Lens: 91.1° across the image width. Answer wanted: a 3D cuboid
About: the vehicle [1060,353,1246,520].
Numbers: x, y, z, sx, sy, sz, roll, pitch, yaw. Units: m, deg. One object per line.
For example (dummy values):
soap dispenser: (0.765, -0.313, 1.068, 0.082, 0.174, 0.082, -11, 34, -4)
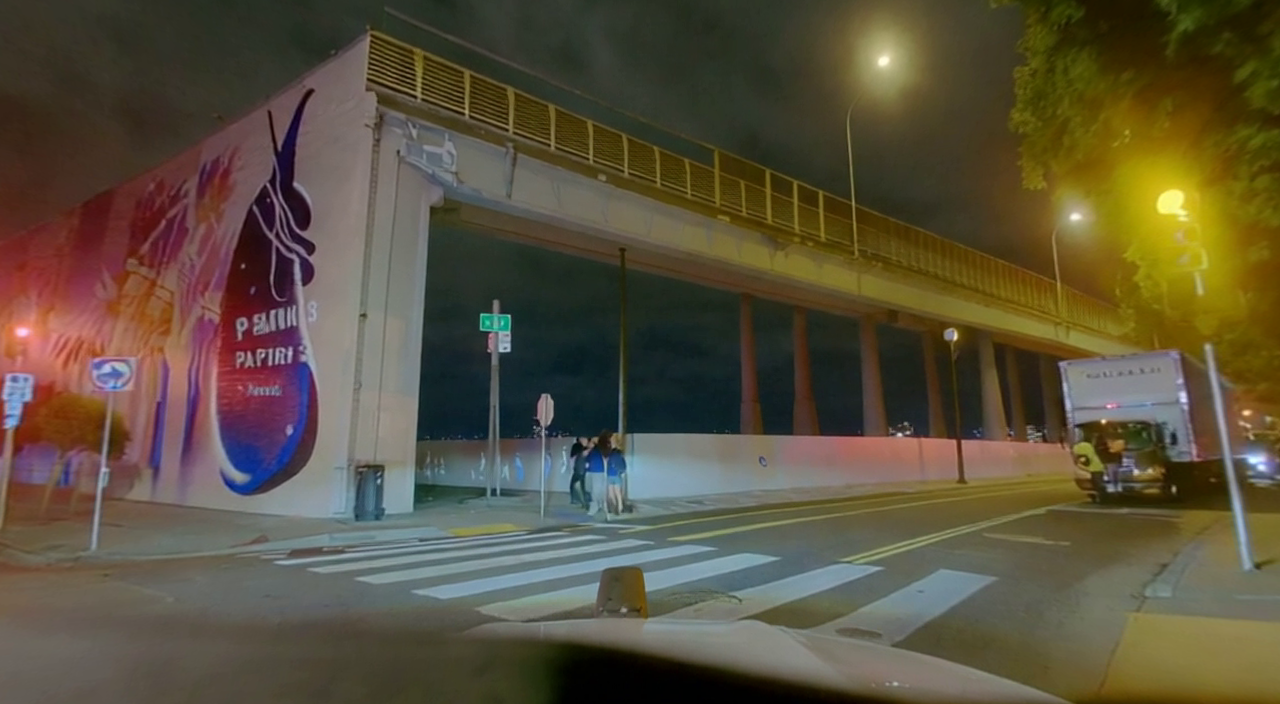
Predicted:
vehicle: (15.789, 2.564, 18.954, 9.347, 3.893, 2.849, 8, -12, -43)
